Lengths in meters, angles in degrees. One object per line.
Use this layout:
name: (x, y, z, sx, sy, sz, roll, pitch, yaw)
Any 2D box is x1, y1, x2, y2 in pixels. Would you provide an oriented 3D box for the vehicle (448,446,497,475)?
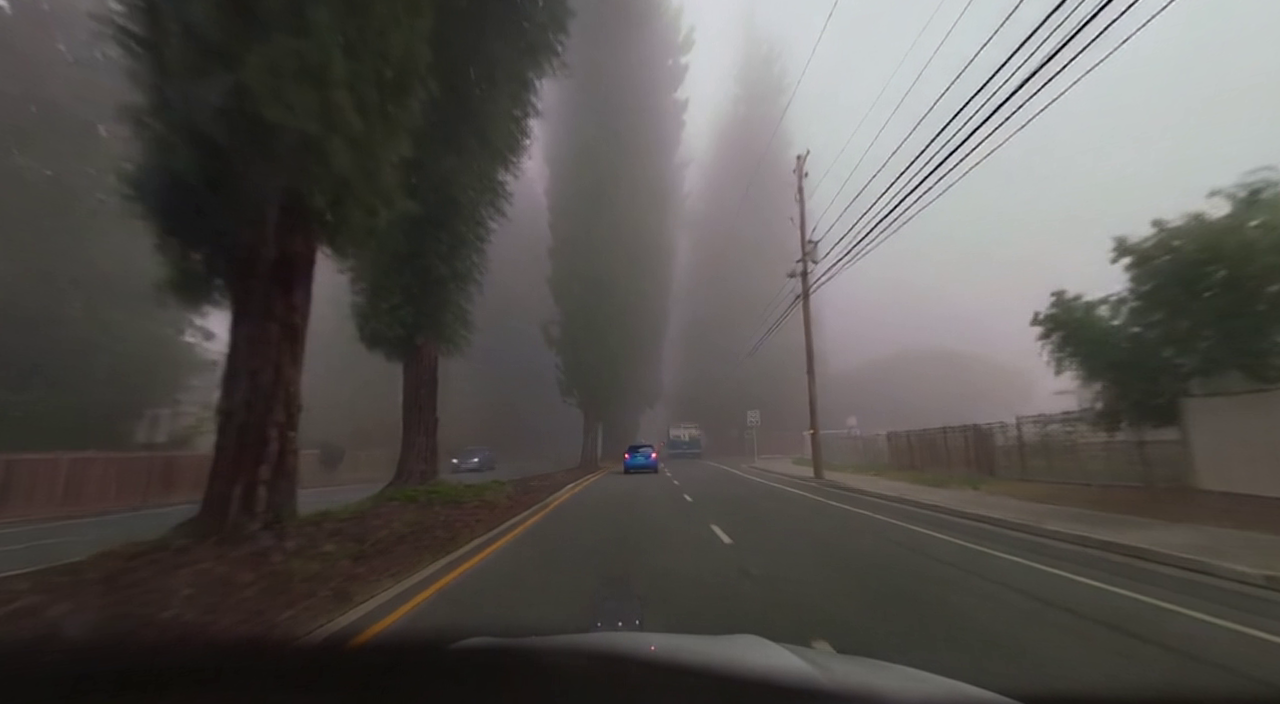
vehicle: (-11.148, 7.225, 42.407, 1.951, 1.795, 4.579, 0, -9, 1)

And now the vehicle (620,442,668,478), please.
vehicle: (0.187, 4.812, 28.389, 2.018, 1.511, 3.993, 0, -8, 1)
